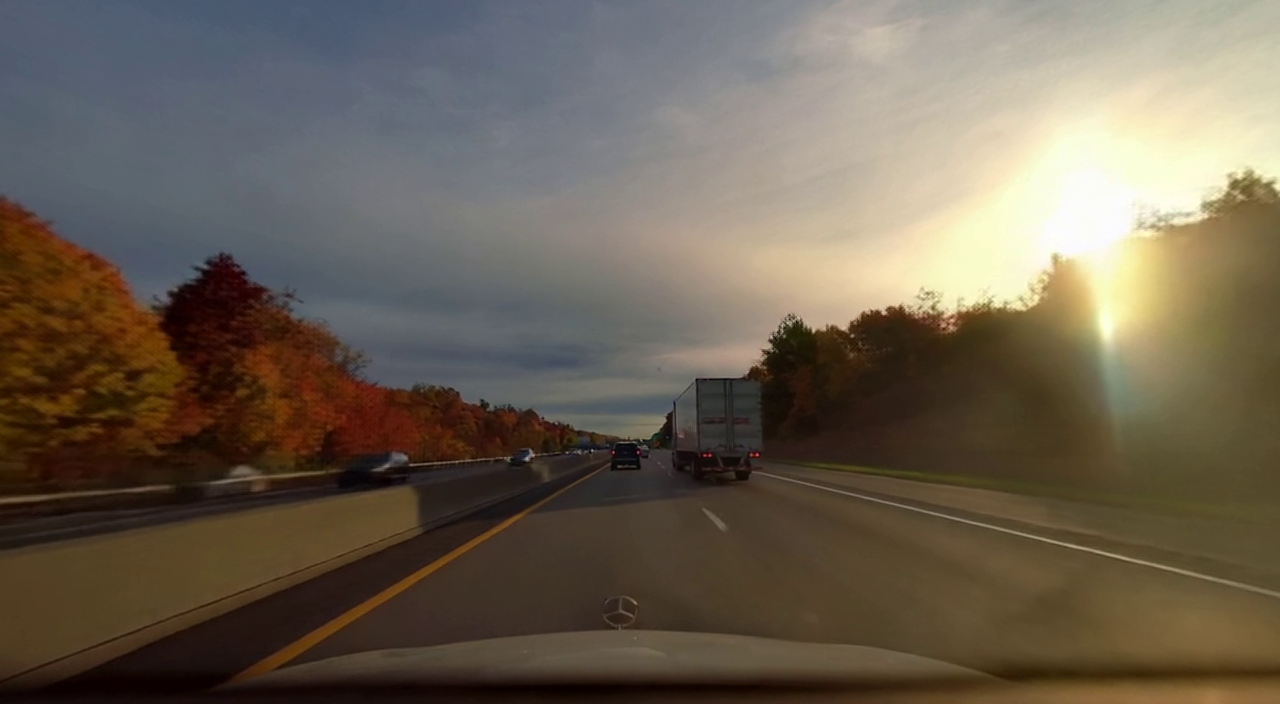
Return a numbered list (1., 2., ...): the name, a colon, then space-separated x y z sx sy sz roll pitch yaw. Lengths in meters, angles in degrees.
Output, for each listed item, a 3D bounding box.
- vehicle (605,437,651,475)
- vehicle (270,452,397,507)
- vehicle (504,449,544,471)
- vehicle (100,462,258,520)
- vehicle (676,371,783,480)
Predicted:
1. vehicle: -0.554 5.167 31.283 2.151 1.693 4.201 -1 -9 0
2. vehicle: -9.809 4.075 20.523 1.897 1.536 4.395 -1 -9 0
3. vehicle: -8.314 7.766 45.300 2.049 1.525 4.396 -1 -9 1
4. vehicle: -13.985 4.206 19.363 1.845 1.470 3.987 -1 -9 0
5. vehicle: 3.744 3.774 30.453 3.068 4.042 13.787 0 -9 0
